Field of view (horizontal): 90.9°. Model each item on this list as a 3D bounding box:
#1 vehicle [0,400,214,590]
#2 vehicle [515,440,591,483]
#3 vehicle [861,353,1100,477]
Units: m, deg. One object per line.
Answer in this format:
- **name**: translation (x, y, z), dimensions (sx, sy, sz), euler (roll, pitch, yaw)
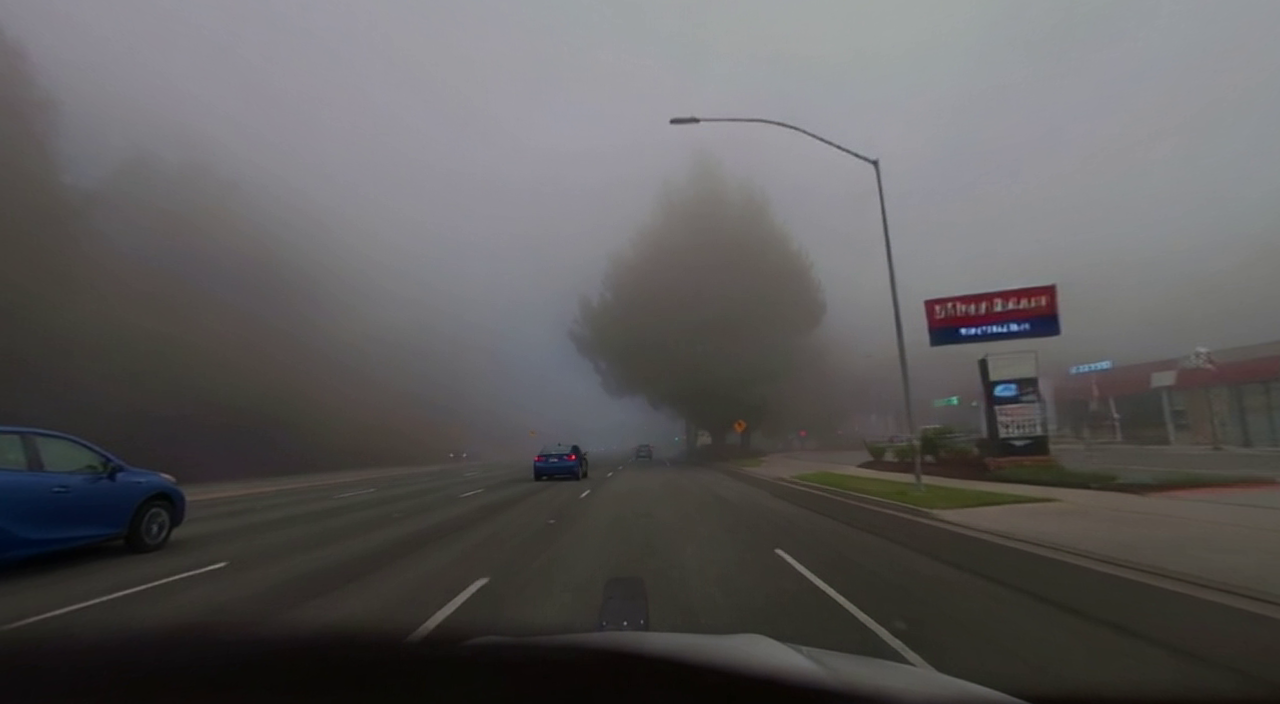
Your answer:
- **vehicle**: translation (-6.883, 1.389, 6.313), dimensions (2.043, 1.726, 4.472), euler (0, -9, 0)
- **vehicle**: translation (-3.193, 4.130, 24.078), dimensions (2.152, 1.479, 4.394), euler (0, -9, 1)
- **vehicle**: translation (12.059, 2.679, 24.301), dimensions (2.995, 3.704, 10.928), euler (0, -9, -1)
